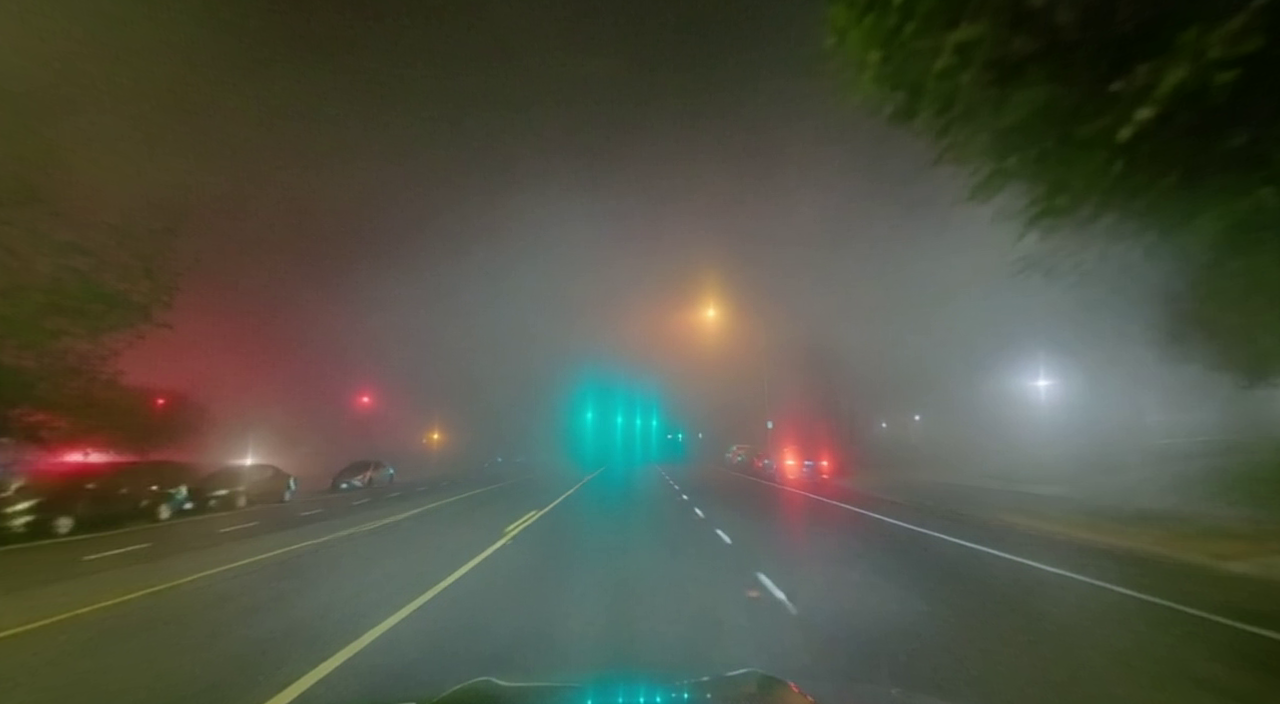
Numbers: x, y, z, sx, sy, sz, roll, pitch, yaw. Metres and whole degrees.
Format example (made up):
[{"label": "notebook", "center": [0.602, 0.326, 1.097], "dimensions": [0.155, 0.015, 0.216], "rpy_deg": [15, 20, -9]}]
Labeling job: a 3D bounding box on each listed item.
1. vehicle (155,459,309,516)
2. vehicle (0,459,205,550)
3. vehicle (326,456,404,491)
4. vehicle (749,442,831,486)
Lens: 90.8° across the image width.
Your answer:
[{"label": "vehicle", "center": [-12.794, 4.248, 20.268], "dimensions": [1.817, 1.485, 4.687], "rpy_deg": [0, -8, 0]}, {"label": "vehicle", "center": [-12.732, 3.367, 14.644], "dimensions": [2.078, 1.618, 4.650], "rpy_deg": [0, -8, -2]}, {"label": "vehicle", "center": [-12.863, 5.676, 29.831], "dimensions": [1.812, 1.454, 4.351], "rpy_deg": [0, -8, -2]}, {"label": "vehicle", "center": [5.550, 4.170, 23.920], "dimensions": [1.875, 1.466, 4.355], "rpy_deg": [0, -8, -2]}]
